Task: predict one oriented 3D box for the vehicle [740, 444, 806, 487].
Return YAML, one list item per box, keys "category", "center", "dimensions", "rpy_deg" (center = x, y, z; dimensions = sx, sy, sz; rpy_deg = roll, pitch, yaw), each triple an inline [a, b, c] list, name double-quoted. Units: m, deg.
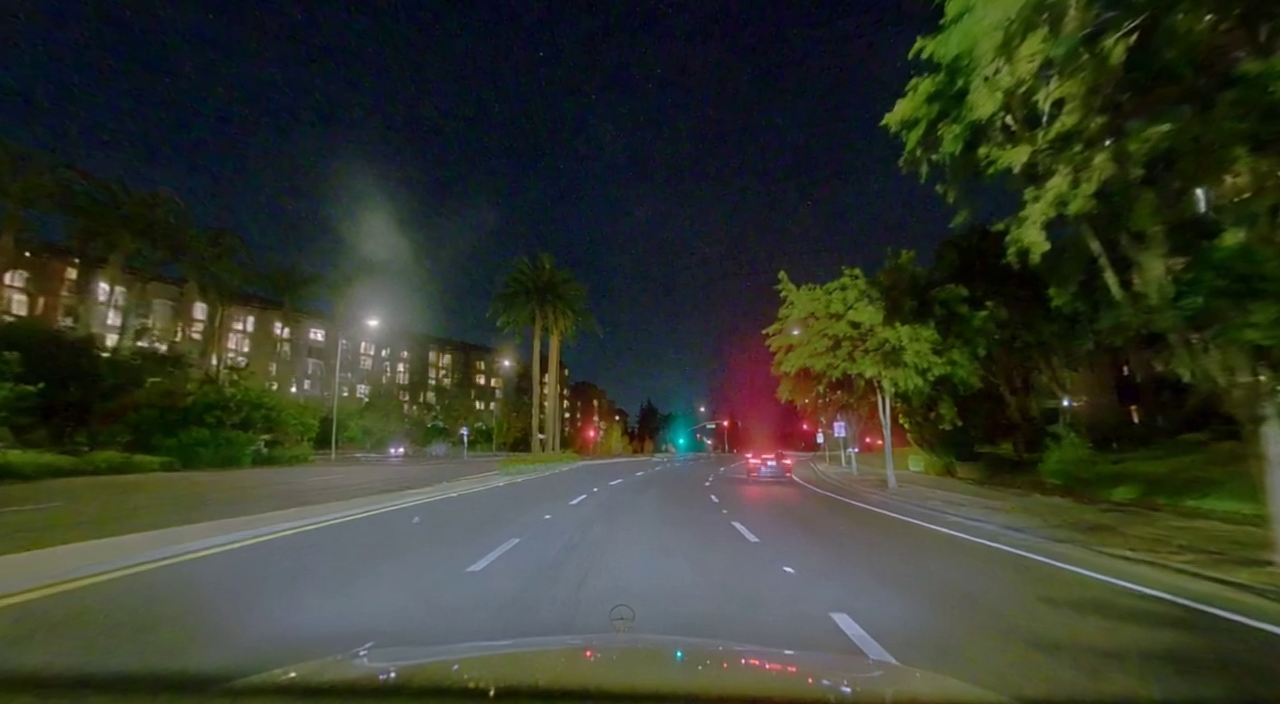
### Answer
- category: "vehicle"
  center: [4.999, 4.306, 24.299]
  dimensions: [1.993, 1.483, 3.821]
  rpy_deg: [-1, -9, 5]
